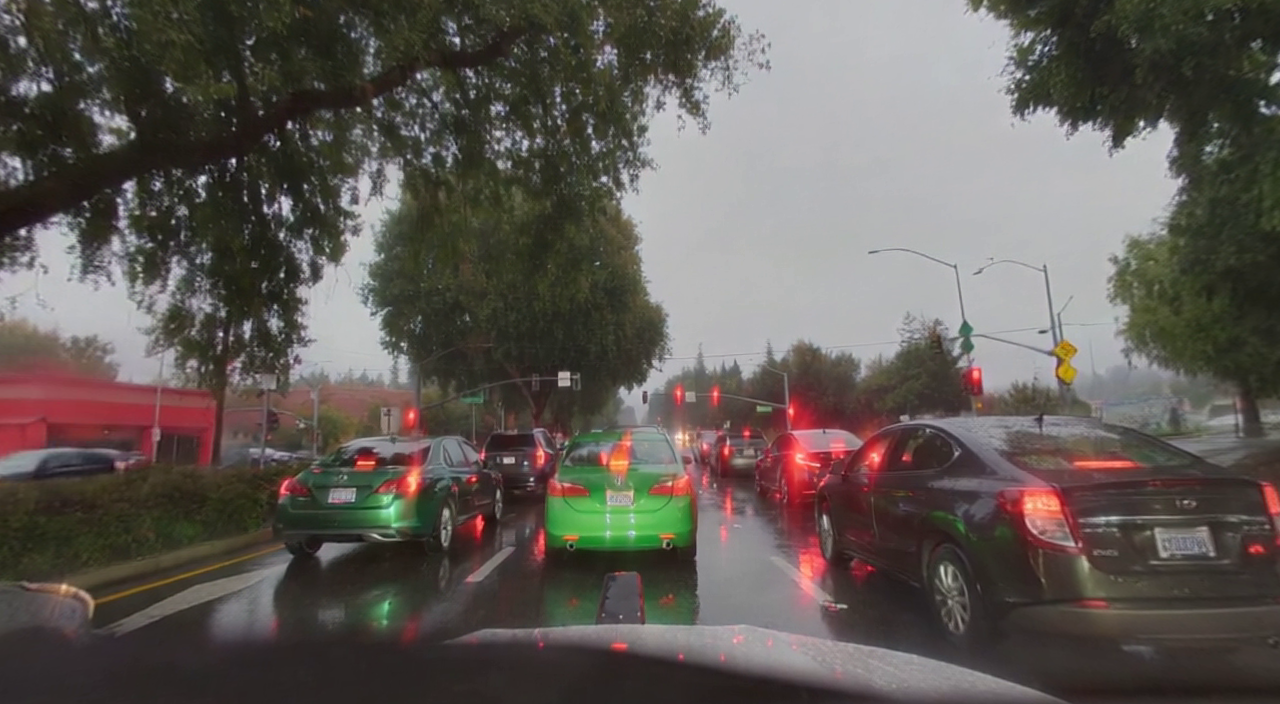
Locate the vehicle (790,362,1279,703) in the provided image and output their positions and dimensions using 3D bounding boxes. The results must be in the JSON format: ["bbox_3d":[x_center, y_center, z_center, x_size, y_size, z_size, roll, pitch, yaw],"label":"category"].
[{"bbox_3d":[3.005,1.233,5.427,2.196,1.676,4.865,0,-8,0],"label":"vehicle"}]

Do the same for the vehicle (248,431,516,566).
[{"bbox_3d":[-3.205,1.893,8.947,1.917,1.441,4.128,-1,-8,2],"label":"vehicle"}]

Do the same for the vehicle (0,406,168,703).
[{"bbox_3d":[-3.353,0.713,0.852,1.863,1.448,4.697,0,-8,-1],"label":"vehicle"}]

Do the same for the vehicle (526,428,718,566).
[{"bbox_3d":[-0.208,1.828,8.700,2.041,1.450,3.847,0,-8,0],"label":"vehicle"}]
